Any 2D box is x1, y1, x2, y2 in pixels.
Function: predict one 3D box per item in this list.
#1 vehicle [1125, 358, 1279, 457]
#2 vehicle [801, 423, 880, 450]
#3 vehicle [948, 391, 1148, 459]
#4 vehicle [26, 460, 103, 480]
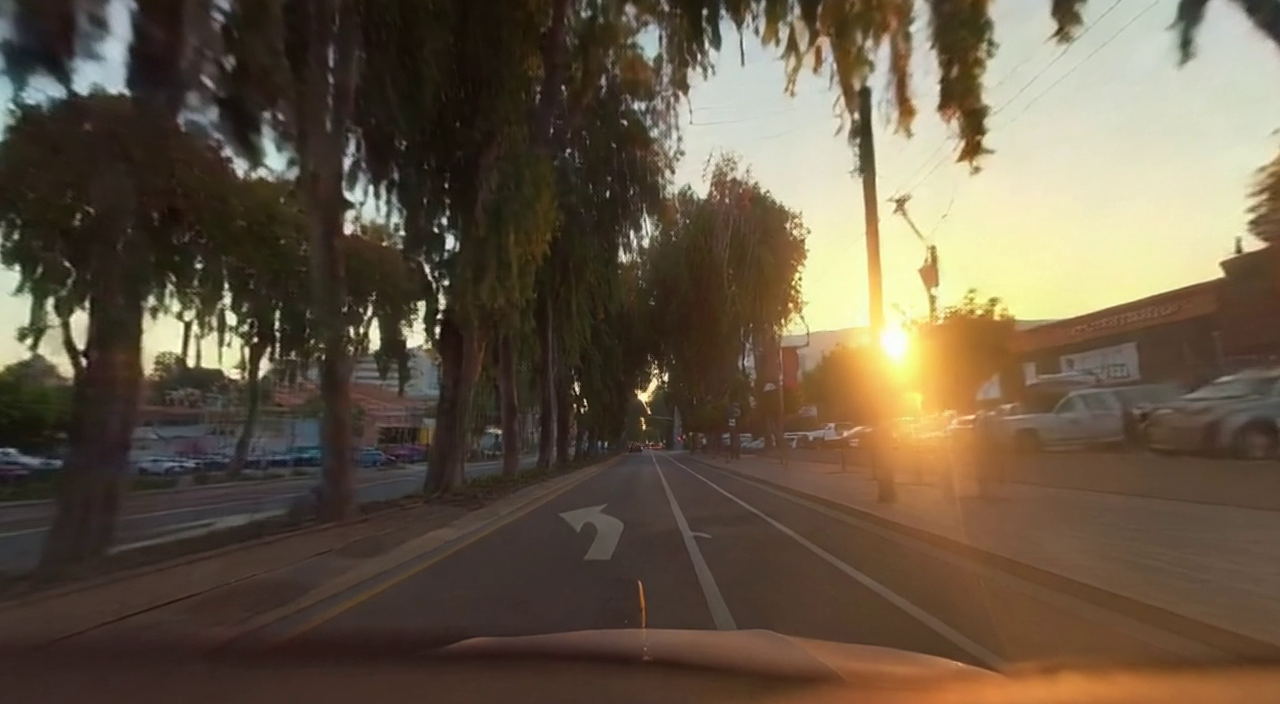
[{"bbox_3d":[12.786,1.141,12.361,4.719,1.763,2.128,0,-8,-1],"label":"vehicle"},{"bbox_3d":[13.160,5.603,41.648,4.469,1.709,2.098,0,-8,0],"label":"vehicle"},{"bbox_3d":[12.853,2.336,20.163,4.713,1.767,2.268,-4,-7,2],"label":"vehicle"},{"bbox_3d":[-44.352,9.078,48.626,4.162,1.448,1.900,0,-8,2],"label":"vehicle"}]
